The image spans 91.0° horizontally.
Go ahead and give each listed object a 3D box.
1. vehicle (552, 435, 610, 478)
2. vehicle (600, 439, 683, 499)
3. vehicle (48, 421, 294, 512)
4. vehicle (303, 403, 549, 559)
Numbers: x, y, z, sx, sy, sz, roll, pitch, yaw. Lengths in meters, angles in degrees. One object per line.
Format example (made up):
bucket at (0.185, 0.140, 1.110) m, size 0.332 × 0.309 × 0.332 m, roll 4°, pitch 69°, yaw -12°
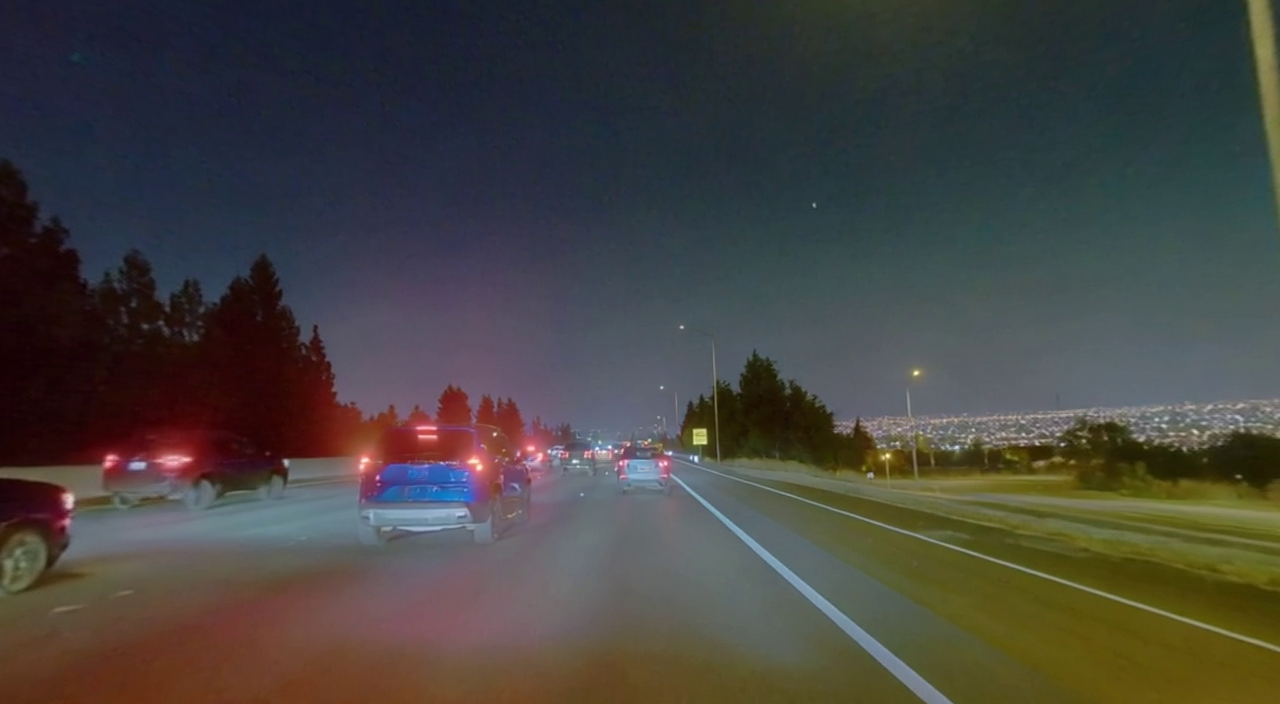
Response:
vehicle at (-2.584, 4.709, 28.564) m, size 2.125 × 1.771 × 4.721 m, roll 0°, pitch -9°, yaw 0°
vehicle at (0.004, 3.239, 17.813) m, size 2.068 × 1.488 × 4.045 m, roll 0°, pitch -9°, yaw -1°
vehicle at (-10.486, 2.597, 14.706) m, size 2.011 × 1.751 × 4.712 m, roll 0°, pitch -9°, yaw 1°
vehicle at (-2.804, 1.812, 9.453) m, size 2.123 × 1.798 × 4.108 m, roll 0°, pitch -9°, yaw 2°
